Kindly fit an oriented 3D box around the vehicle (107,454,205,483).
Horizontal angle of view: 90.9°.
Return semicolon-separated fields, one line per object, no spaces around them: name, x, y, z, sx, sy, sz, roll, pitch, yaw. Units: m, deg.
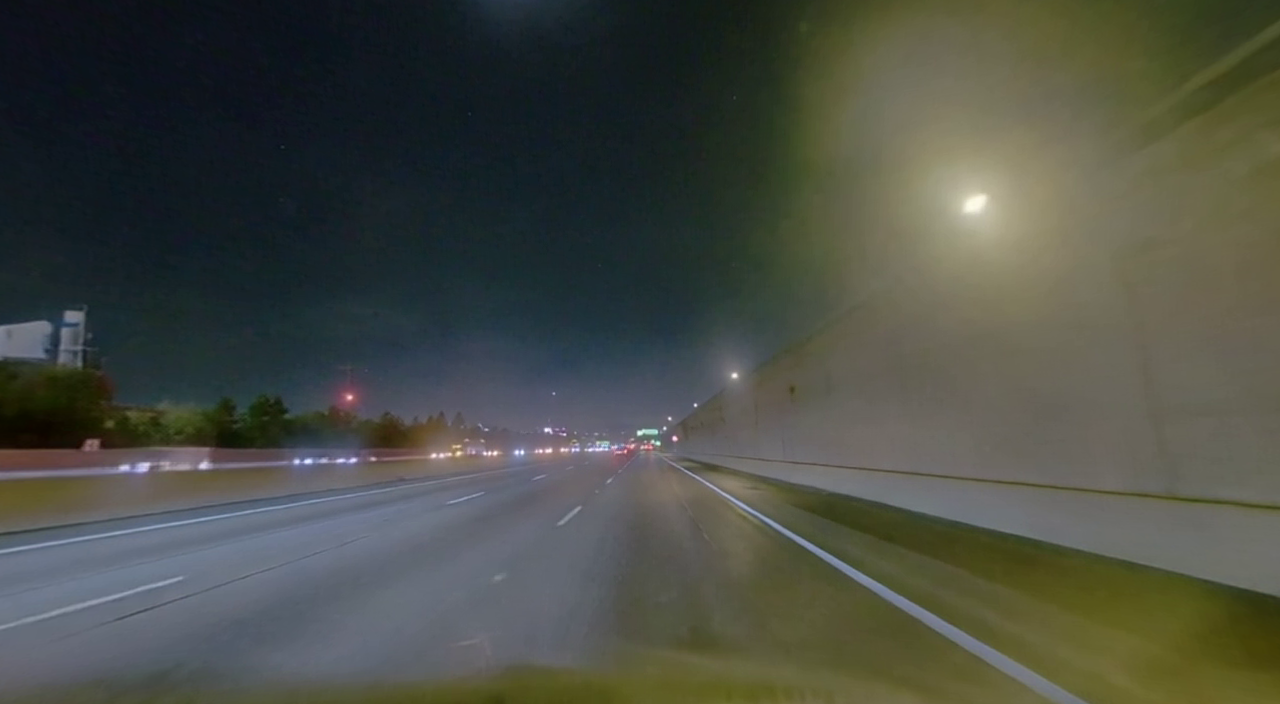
vehicle;-27.718;6.653;36.351;1.834;1.475;4.756;0;-8;1
